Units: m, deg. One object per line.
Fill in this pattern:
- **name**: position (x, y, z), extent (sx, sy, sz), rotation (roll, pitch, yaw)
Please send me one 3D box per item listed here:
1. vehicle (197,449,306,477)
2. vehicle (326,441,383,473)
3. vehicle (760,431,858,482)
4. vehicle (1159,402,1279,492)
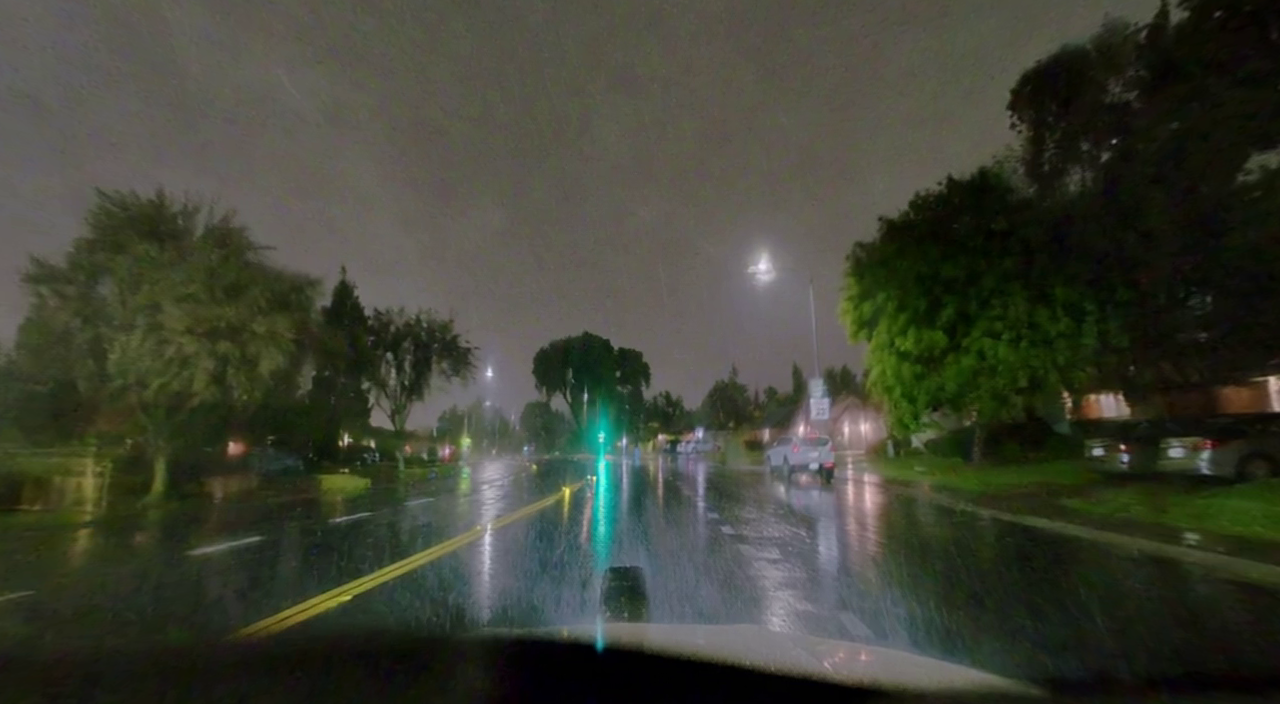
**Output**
- **vehicle**: position (-21.306, 6.108, 34.678), extent (4.654, 1.442, 2.155), rotation (-1, -8, 7)
- **vehicle**: position (-18.763, 6.910, 41.683), extent (2.077, 1.948, 4.705), rotation (1, -9, -8)
- **vehicle**: position (6.751, 4.226, 25.838), extent (2.315, 1.869, 4.678), rotation (1, -9, -6)
- **vehicle**: position (14.282, 1.871, 13.323), extent (4.543, 1.691, 2.028), rotation (-5, -9, 4)
